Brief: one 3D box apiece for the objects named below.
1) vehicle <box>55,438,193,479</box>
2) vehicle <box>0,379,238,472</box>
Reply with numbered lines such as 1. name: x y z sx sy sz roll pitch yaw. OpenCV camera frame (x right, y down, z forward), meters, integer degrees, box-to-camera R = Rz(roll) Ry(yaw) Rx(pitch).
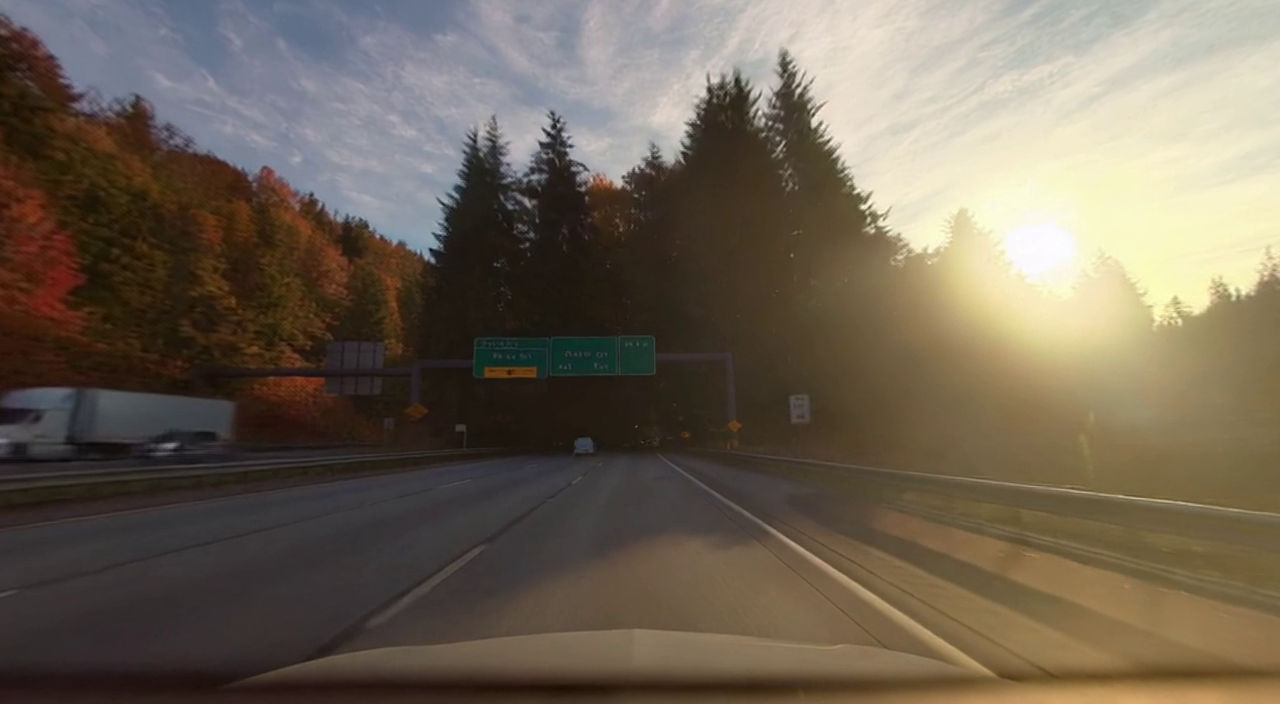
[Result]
1. vehicle: -20.751 4.263 25.563 1.861 1.481 4.380 0 -8 0
2. vehicle: -28.474 4.201 34.909 2.947 4.109 14.168 0 -8 0
